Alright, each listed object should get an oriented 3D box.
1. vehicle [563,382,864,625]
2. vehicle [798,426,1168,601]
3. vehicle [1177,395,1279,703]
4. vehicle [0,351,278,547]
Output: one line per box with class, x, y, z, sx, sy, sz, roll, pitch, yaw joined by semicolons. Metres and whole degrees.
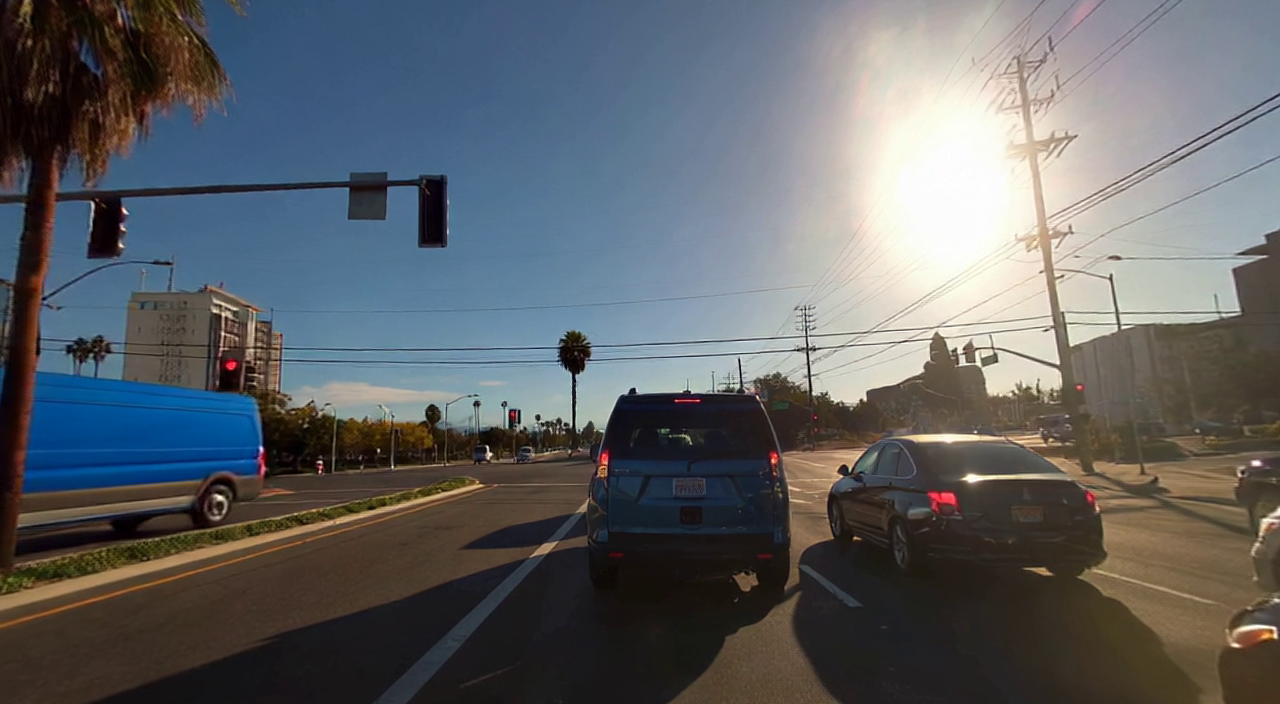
vehicle;0.467;1.435;6.876;2.228;1.780;4.269;0;-9;-2
vehicle;3.442;1.684;7.500;1.895;1.456;4.255;0;-9;-2
vehicle;3.362;0.644;0.650;1.805;1.485;4.348;0;-9;1
vehicle;-14.052;2.290;14.960;2.973;3.889;11.535;-1;-9;6
